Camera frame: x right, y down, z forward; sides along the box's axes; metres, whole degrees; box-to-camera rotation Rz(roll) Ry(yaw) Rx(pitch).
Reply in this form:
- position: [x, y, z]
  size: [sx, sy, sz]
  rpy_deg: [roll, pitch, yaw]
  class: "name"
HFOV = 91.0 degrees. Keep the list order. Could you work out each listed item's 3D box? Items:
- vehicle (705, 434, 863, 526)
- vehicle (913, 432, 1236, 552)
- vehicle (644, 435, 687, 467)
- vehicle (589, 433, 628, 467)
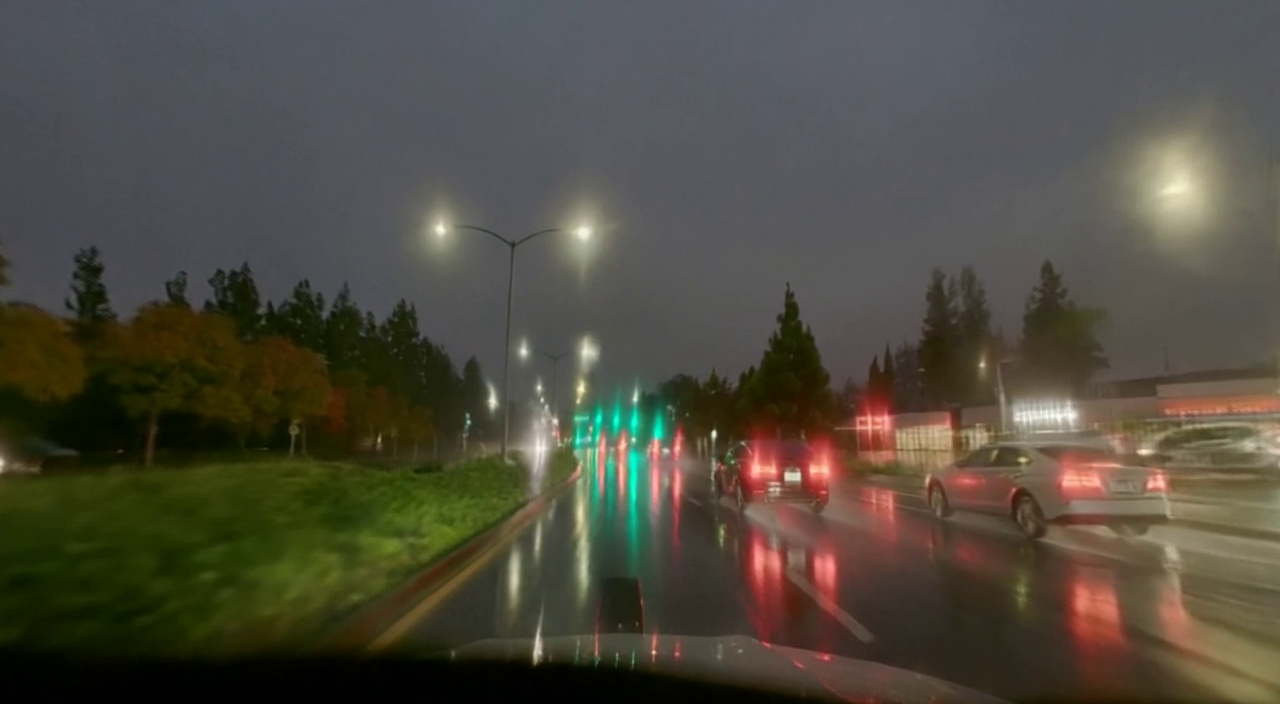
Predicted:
- position: [2.553, 2.377, 12.334]
  size: [1.883, 1.452, 4.258]
  rpy_deg: [1, -8, -3]
  class: "vehicle"
- position: [6.372, 2.057, 10.025]
  size: [1.917, 1.457, 4.274]
  rpy_deg: [1, -8, -3]
  class: "vehicle"
- position: [1.454, 5.807, 37.075]
  size: [2.000, 1.745, 4.206]
  rpy_deg: [1, -8, -5]
  class: "vehicle"
- position: [-1.810, 5.561, 35.778]
  size: [2.051, 1.798, 4.168]
  rpy_deg: [1, -8, -4]
  class: "vehicle"
